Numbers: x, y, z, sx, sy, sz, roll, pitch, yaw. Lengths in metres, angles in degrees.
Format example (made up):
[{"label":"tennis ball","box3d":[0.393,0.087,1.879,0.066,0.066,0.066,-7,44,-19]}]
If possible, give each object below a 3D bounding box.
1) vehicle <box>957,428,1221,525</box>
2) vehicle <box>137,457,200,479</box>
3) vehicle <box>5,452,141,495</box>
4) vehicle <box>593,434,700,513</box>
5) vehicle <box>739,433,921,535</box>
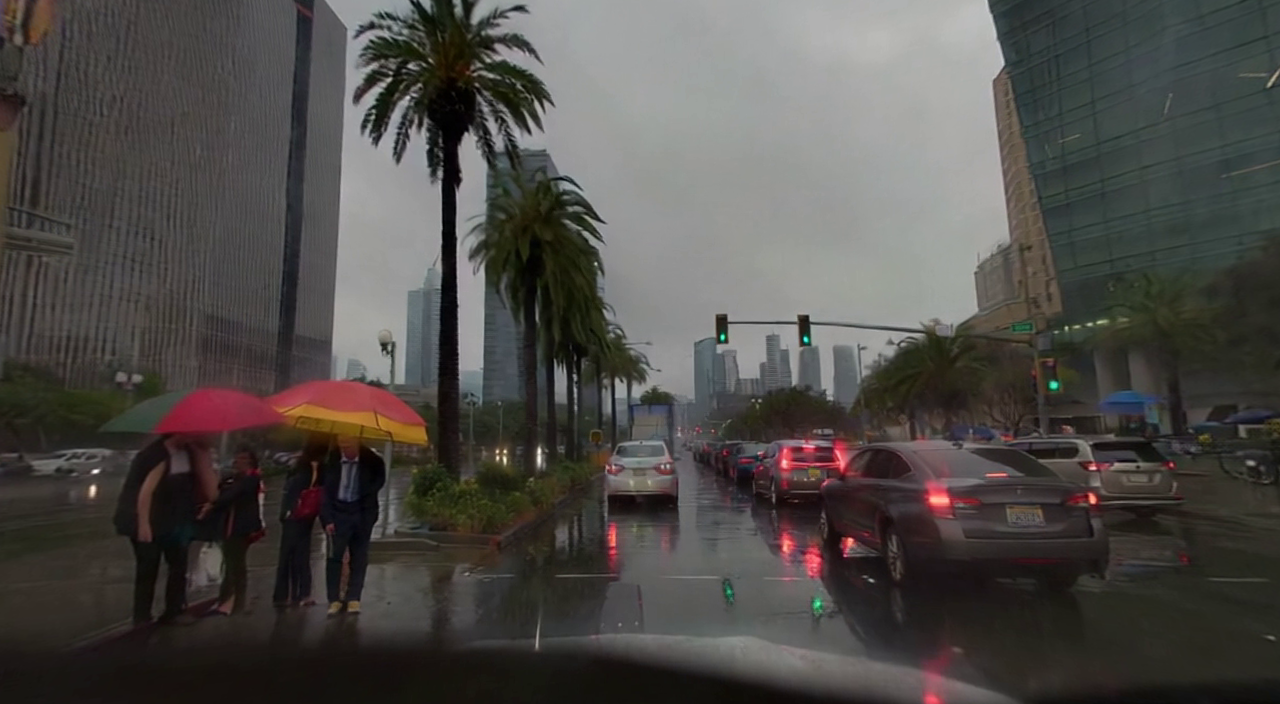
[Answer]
[{"label":"vehicle","box3d":[8.171,2.280,12.088,1.859,1.508,4.259,0,-9,-1]},{"label":"vehicle","box3d":[-36.836,9.042,49.273,1.700,1.527,4.445,1,-9,-4]},{"label":"vehicle","box3d":[-26.698,5.709,29.931,2.105,1.793,4.812,0,-9,-3]},{"label":"vehicle","box3d":[0.157,2.618,14.003,2.048,1.503,3.681,0,-9,1]},{"label":"vehicle","box3d":[3.123,2.257,11.442,1.913,1.469,4.425,0,-9,0]}]
